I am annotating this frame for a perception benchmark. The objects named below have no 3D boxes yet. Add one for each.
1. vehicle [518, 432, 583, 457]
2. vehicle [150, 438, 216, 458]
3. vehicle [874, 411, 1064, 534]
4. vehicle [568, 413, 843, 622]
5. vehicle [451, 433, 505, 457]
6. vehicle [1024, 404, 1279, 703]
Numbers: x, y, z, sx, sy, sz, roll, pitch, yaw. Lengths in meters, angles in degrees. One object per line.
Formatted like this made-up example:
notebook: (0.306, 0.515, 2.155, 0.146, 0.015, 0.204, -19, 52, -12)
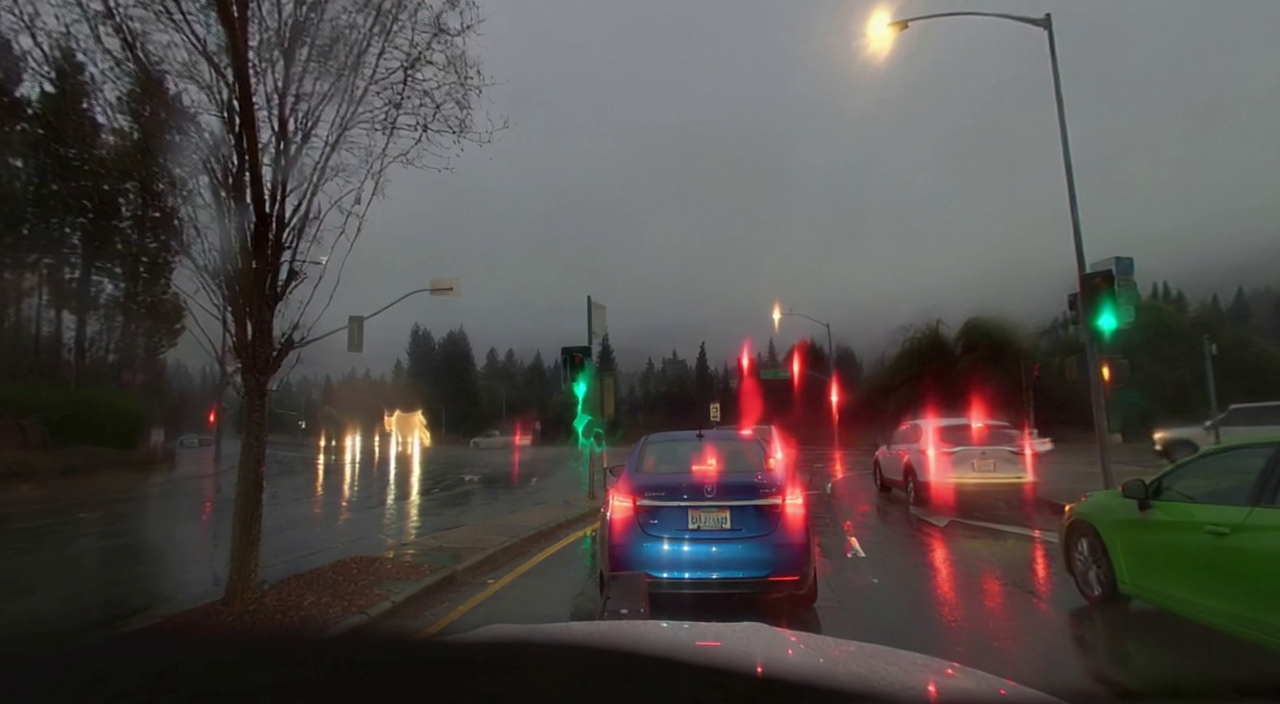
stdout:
vehicle: (-5.968, 6.105, 41.545, 1.932, 1.573, 4.509, 8, -12, -44)
vehicle: (-35.388, 7.433, 48.629, 1.652, 1.433, 3.733, -7, -11, 40)
vehicle: (5.542, 2.043, 11.286, 2.102, 1.717, 4.373, -2, -9, 16)
vehicle: (0.850, 1.498, 6.692, 2.052, 1.483, 3.928, -2, -8, 12)
vehicle: (-12.467, 7.116, 48.195, 1.972, 1.705, 4.457, 8, -11, -44)
vehicle: (4.249, 1.055, 3.364, 1.954, 1.508, 4.441, -1, -8, 6)
